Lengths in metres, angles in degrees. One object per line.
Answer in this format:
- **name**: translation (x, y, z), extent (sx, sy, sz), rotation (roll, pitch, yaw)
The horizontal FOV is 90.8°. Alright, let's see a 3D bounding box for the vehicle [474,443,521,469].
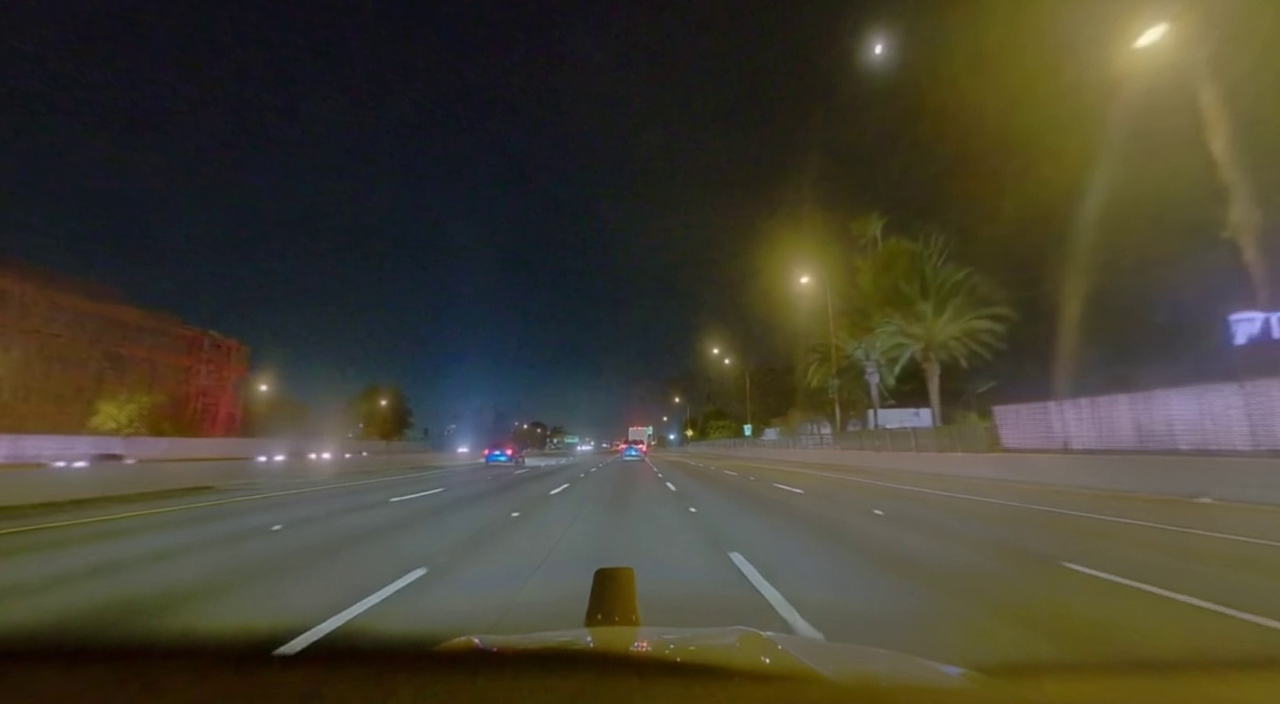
- **vehicle**: translation (-8.833, 6.487, 39.559), extent (1.971, 1.552, 4.465), rotation (0, -9, -1)

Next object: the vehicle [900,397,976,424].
- **vehicle**: translation (17.205, 3.398, 36.560), extent (3.539, 1.395, 1.688), rotation (0, -9, -1)

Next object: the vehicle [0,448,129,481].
- **vehicle**: translation (-33.519, 6.497, 37.008), extent (2.171, 1.758, 5.944), rotation (0, -9, 0)
